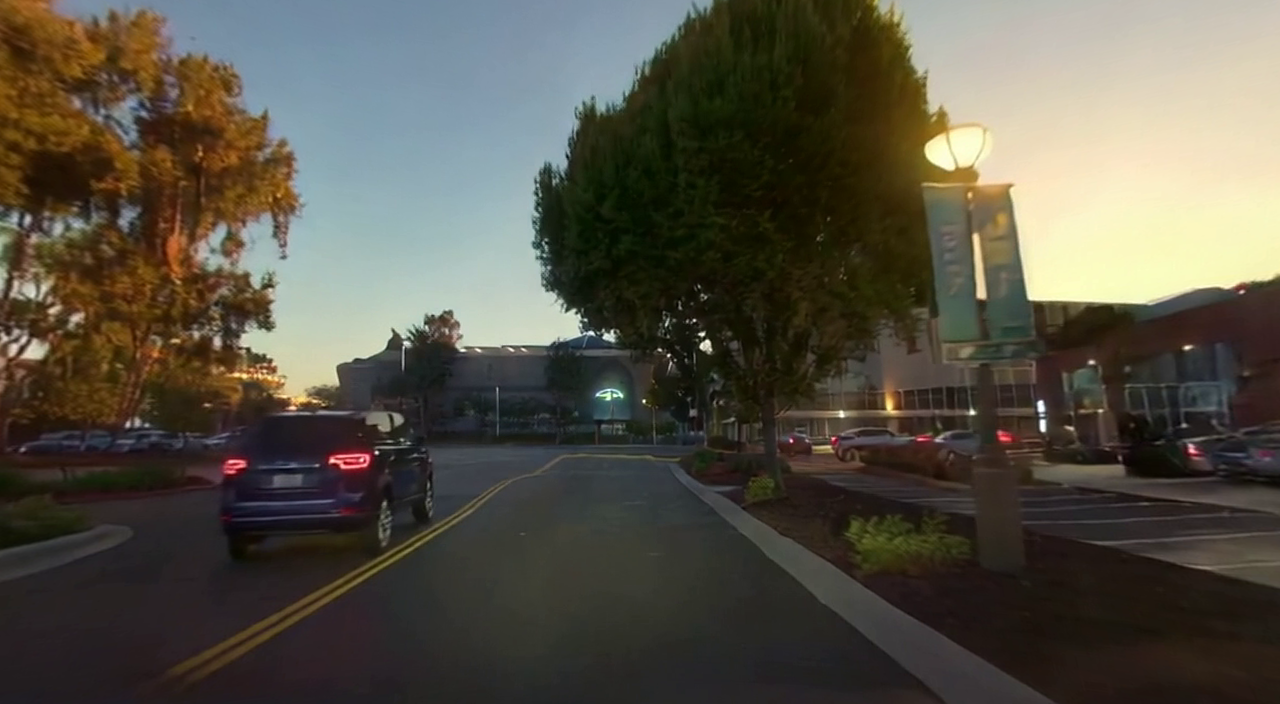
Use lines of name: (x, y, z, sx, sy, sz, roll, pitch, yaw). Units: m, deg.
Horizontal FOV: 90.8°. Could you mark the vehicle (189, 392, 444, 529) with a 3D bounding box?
vehicle: (-5.017, 1.768, 10.752, 2.180, 1.806, 4.541, 0, -8, -4)
